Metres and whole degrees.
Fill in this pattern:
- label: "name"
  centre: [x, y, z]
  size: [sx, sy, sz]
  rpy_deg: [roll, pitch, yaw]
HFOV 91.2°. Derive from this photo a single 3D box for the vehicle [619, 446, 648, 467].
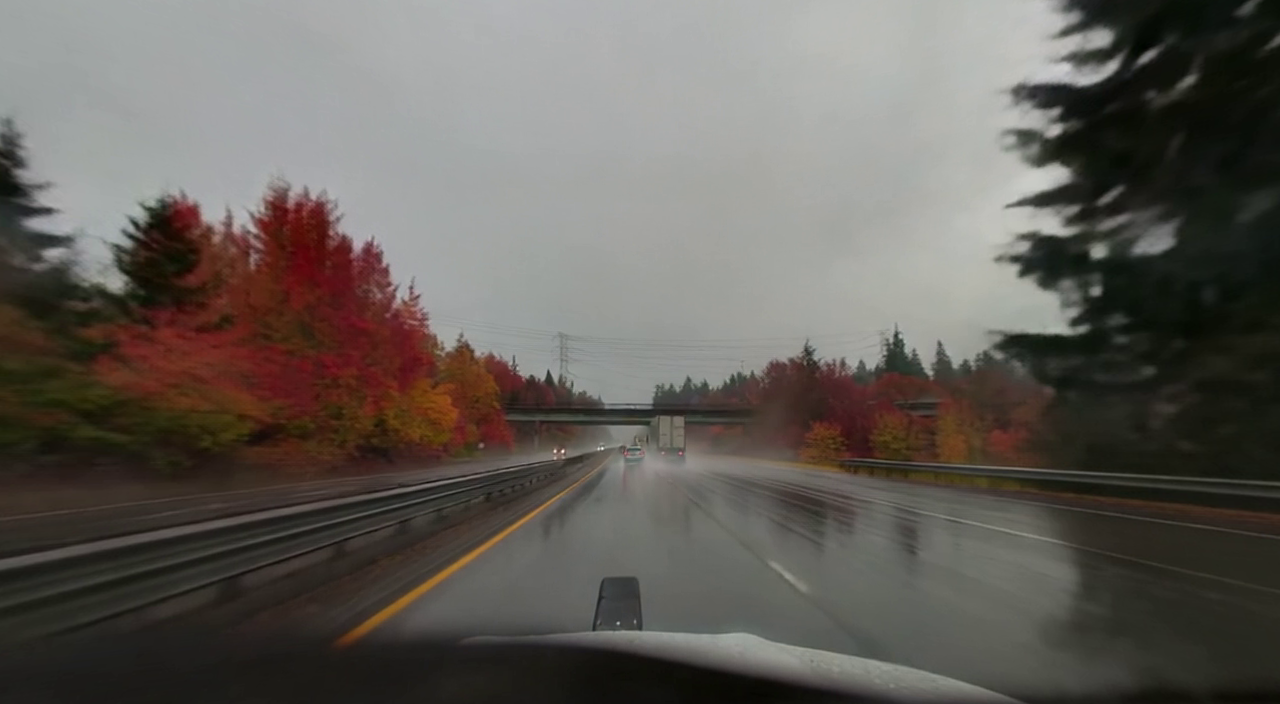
- label: "vehicle"
  centre: [-0.495, 7.409, 44.598]
  size: [1.961, 1.454, 3.755]
  rpy_deg: [0, -9, -2]
